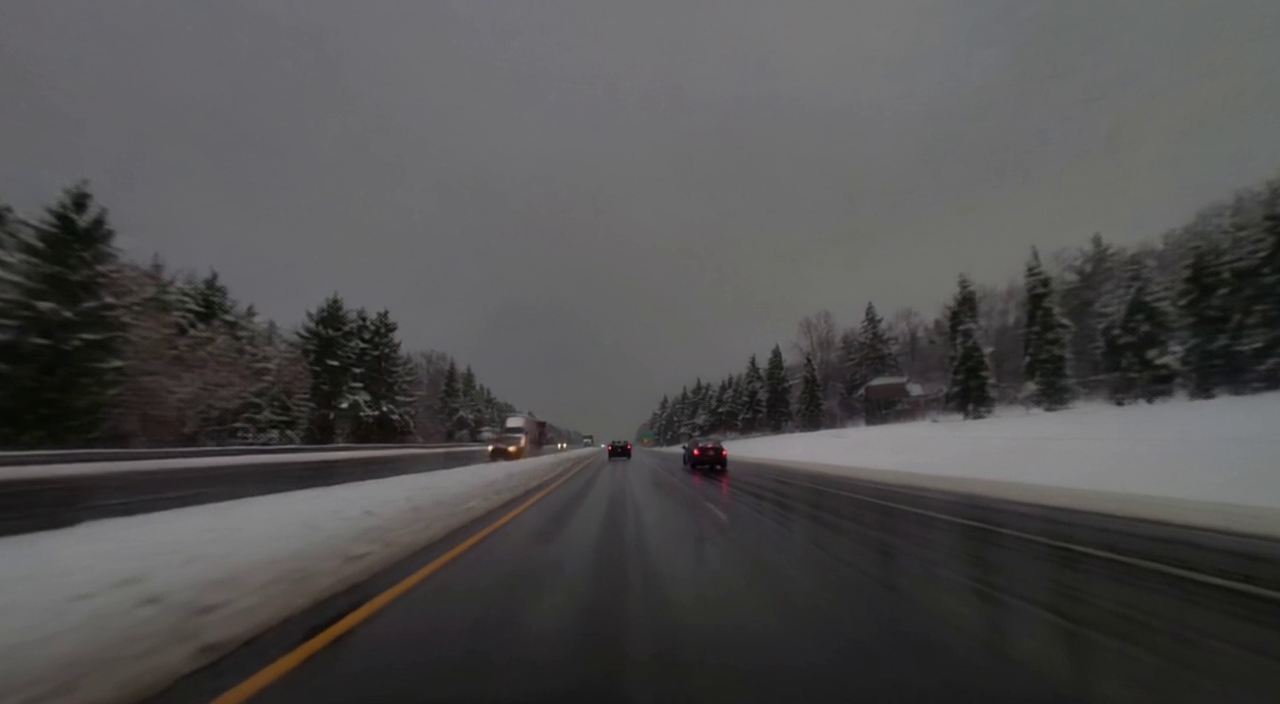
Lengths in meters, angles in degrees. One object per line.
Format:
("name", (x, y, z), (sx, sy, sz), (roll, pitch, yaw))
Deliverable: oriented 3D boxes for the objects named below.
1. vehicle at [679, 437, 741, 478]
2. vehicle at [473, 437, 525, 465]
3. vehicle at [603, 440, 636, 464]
("vehicle", (2.816, 4.361, 26.233), (2.146, 1.546, 3.796), (-1, -8, 0))
("vehicle", (-8.179, 5.761, 36.933), (2.058, 1.503, 4.562), (0, -8, -1))
("vehicle", (-1.409, 6.863, 43.487), (2.178, 1.559, 4.254), (0, -8, -2))
